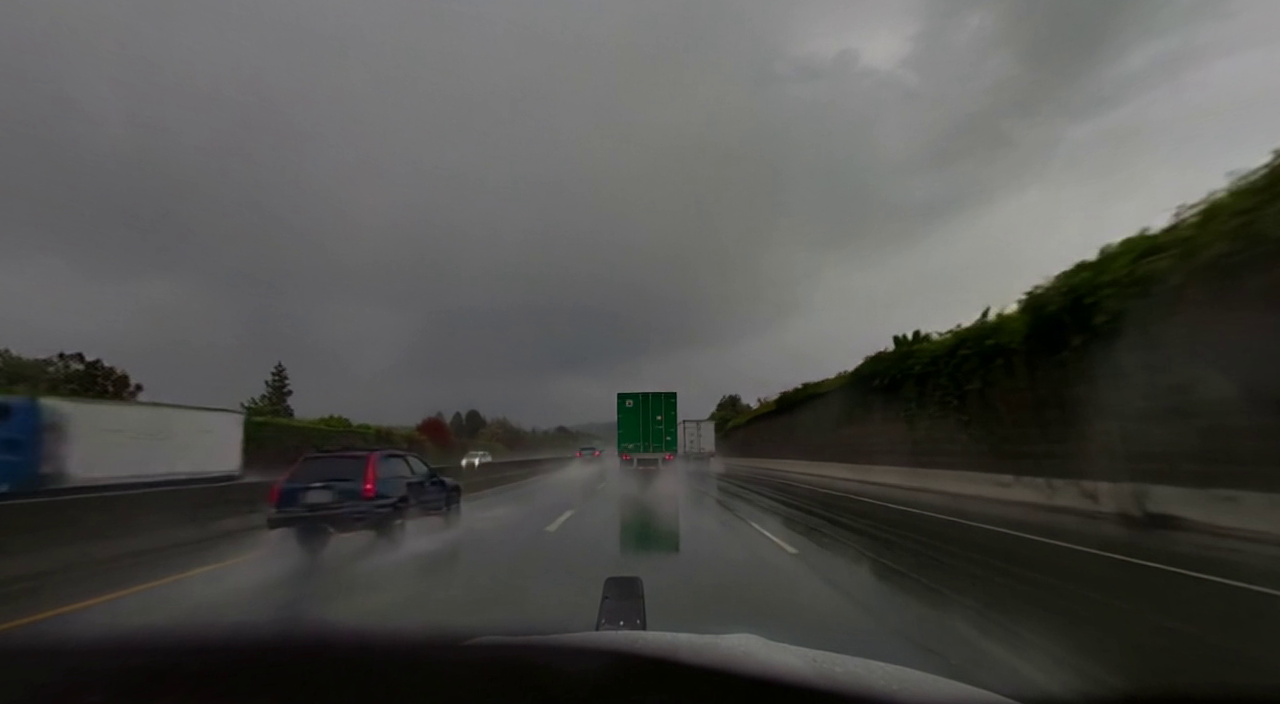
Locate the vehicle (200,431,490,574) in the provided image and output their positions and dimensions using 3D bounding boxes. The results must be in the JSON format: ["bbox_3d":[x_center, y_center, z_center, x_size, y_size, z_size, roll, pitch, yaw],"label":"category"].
[{"bbox_3d":[-3.660,1.933,8.840,2.050,1.517,3.996,0,-9,1],"label":"vehicle"}]

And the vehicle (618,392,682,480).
[{"bbox_3d":[0.441,4.739,34.885,2.932,4.042,11.054,0,-9,0],"label":"vehicle"}]

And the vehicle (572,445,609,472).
[{"bbox_3d":[-3.267,7.118,42.297,2.173,1.657,4.401,0,-9,-1],"label":"vehicle"}]

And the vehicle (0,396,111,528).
[{"bbox_3d":[-18.029,2.869,16.481,3.067,3.366,5.874,0,-9,1],"label":"vehicle"}]
